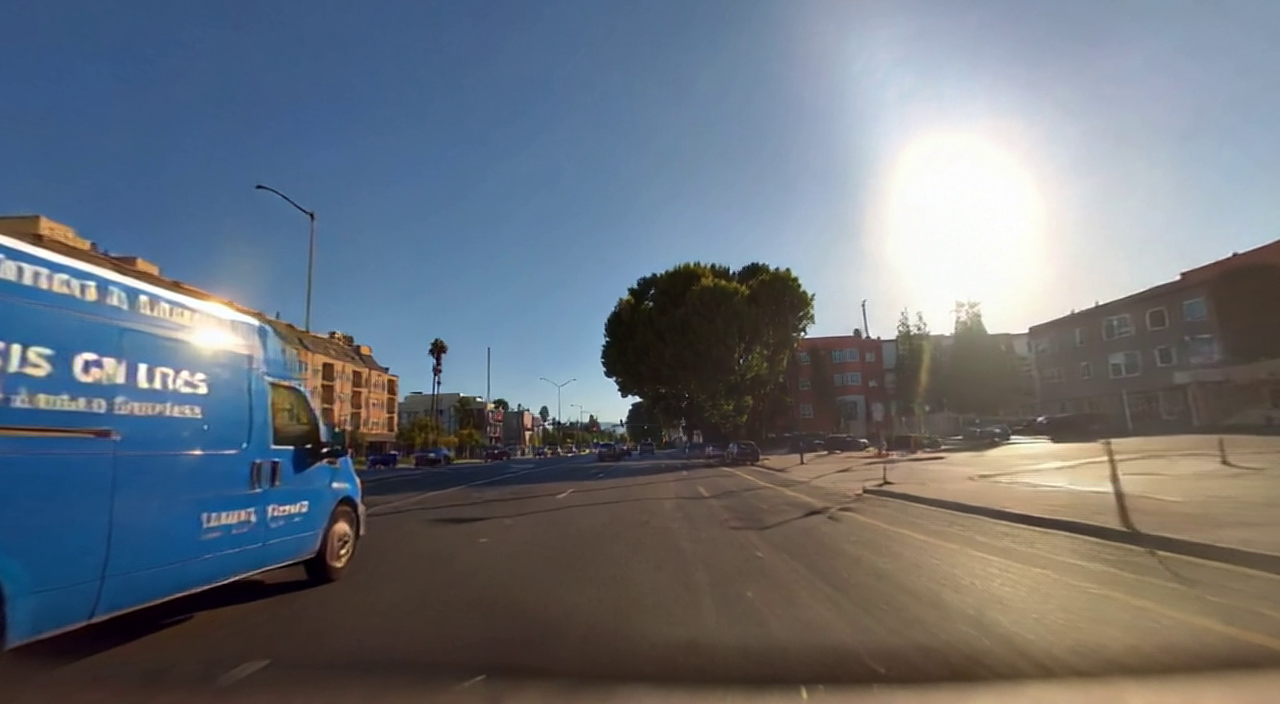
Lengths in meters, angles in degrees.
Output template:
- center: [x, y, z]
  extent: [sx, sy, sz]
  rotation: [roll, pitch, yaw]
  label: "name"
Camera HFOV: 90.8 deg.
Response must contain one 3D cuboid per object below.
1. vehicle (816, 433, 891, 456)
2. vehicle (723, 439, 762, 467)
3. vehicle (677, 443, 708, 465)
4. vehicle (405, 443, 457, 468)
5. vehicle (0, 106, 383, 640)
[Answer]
- center: [15.589, 6.801, 46.391]
  extent: [4.830, 1.605, 1.982]
  rotation: [-1, -9, 5]
  label: "vehicle"
- center: [6.962, 6.887, 43.194]
  extent: [2.175, 1.770, 4.373]
  rotation: [-1, -8, 4]
  label: "vehicle"
- center: [3.855, 7.547, 46.956]
  extent: [1.878, 1.534, 4.120]
  rotation: [0, -8, -1]
  label: "vehicle"
- center: [-14.914, 7.384, 45.331]
  extent: [2.151, 1.705, 4.537]
  rotation: [0, -8, 0]
  label: "vehicle"
- center: [-5.030, 0.357, 5.225]
  extent: [2.763, 2.974, 7.562]
  rotation: [0, -8, -2]
  label: "vehicle"
